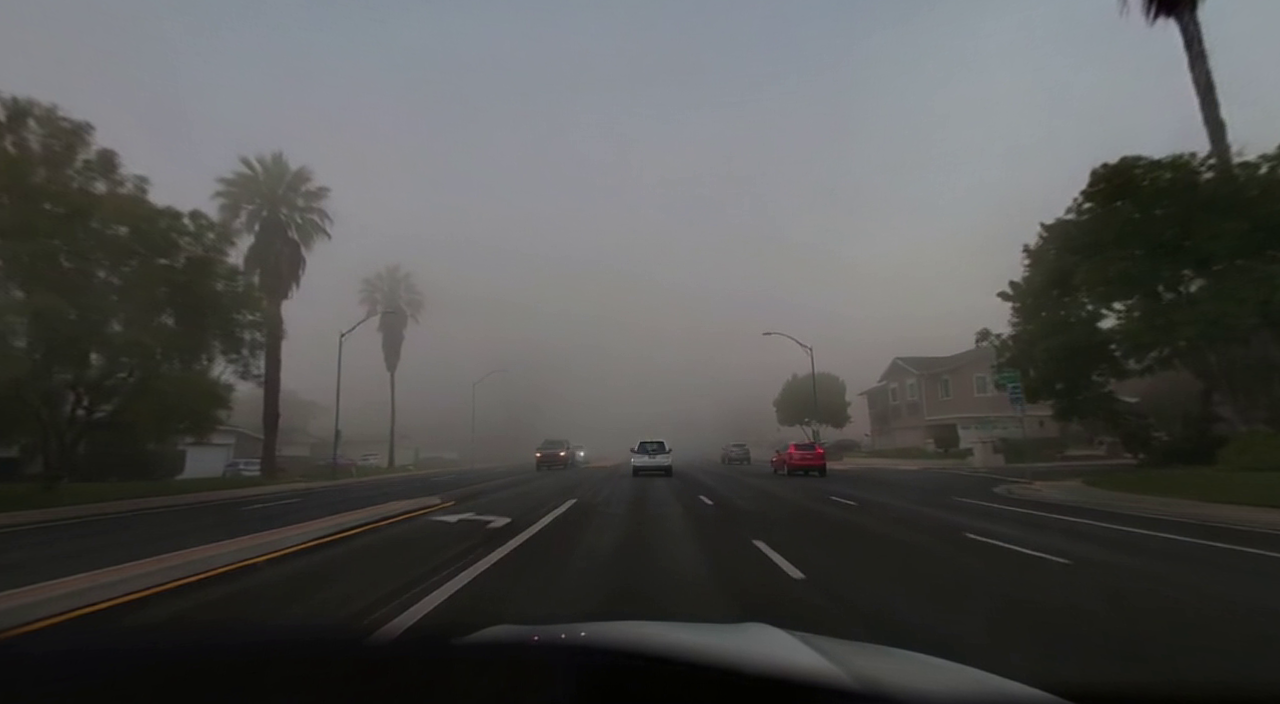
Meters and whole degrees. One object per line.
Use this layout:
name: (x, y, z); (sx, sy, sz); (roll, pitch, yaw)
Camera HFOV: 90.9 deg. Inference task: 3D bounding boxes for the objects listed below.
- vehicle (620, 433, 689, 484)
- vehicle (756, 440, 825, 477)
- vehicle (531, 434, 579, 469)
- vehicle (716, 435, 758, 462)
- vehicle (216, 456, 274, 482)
vehicle: (0.437, 3.851, 23.147); (2.289, 1.679, 4.180); (0, -8, -1)
vehicle: (6.465, 4.587, 27.518); (1.897, 1.477, 4.360); (0, -8, 0)
vehicle: (-5.048, 5.989, 37.975); (2.193, 1.967, 4.600); (0, -8, 1)
vehicle: (7.526, 7.584, 49.712); (2.436, 2.010, 5.595); (0, -8, 0)
vehicle: (-25.555, 7.496, 40.738); (4.694, 1.484, 1.893); (-8, -11, 42)
